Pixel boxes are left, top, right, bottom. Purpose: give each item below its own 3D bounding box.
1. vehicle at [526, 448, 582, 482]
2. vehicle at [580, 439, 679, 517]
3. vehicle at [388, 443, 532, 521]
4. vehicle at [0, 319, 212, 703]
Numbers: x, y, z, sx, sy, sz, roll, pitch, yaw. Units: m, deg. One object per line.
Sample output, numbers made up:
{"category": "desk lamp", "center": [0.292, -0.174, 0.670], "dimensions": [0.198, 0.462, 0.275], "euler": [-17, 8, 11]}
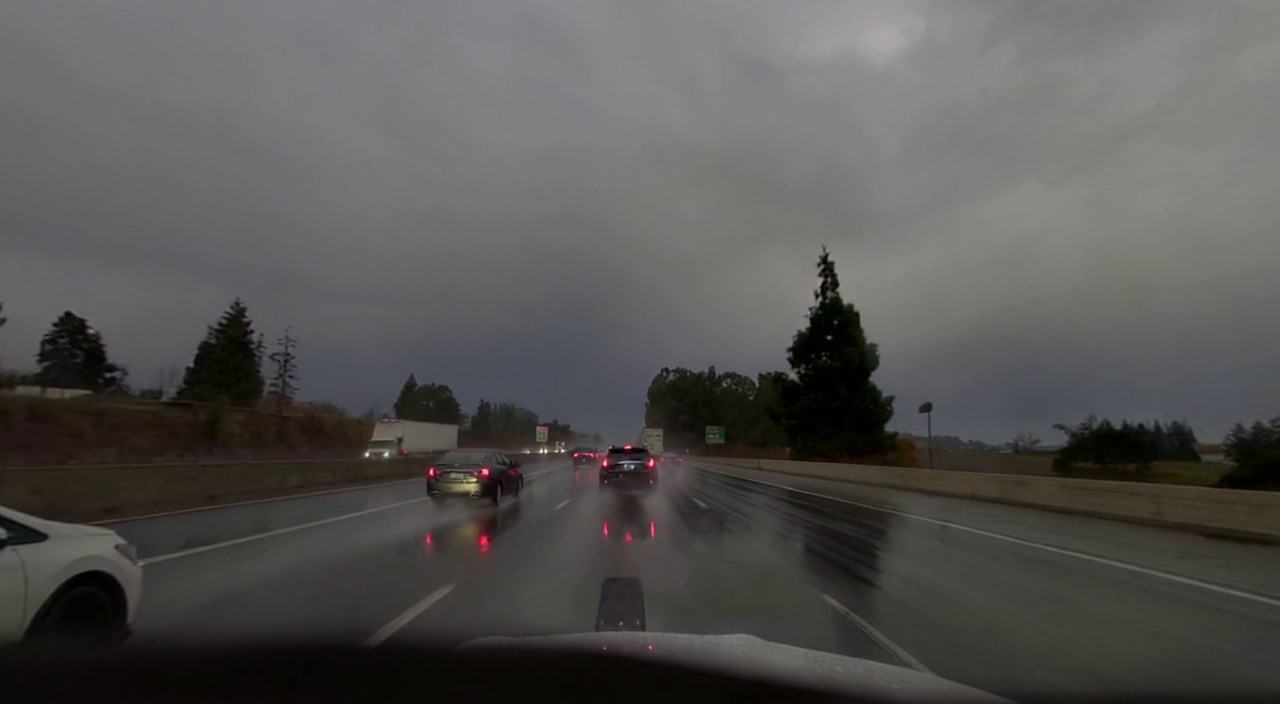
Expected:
{"category": "vehicle", "center": [-4.060, 5.403, 30.464], "dimensions": [1.999, 1.484, 4.269], "euler": [0, -9, 1]}
{"category": "vehicle", "center": [-0.235, 2.834, 14.569], "dimensions": [1.996, 1.574, 3.426], "euler": [0, -9, -1]}
{"category": "vehicle", "center": [-3.871, 2.877, 14.491], "dimensions": [1.988, 1.501, 4.438], "euler": [0, -9, 0]}
{"category": "vehicle", "center": [-3.961, 0.618, 1.559], "dimensions": [2.243, 1.889, 4.949], "euler": [0, -9, 1]}
